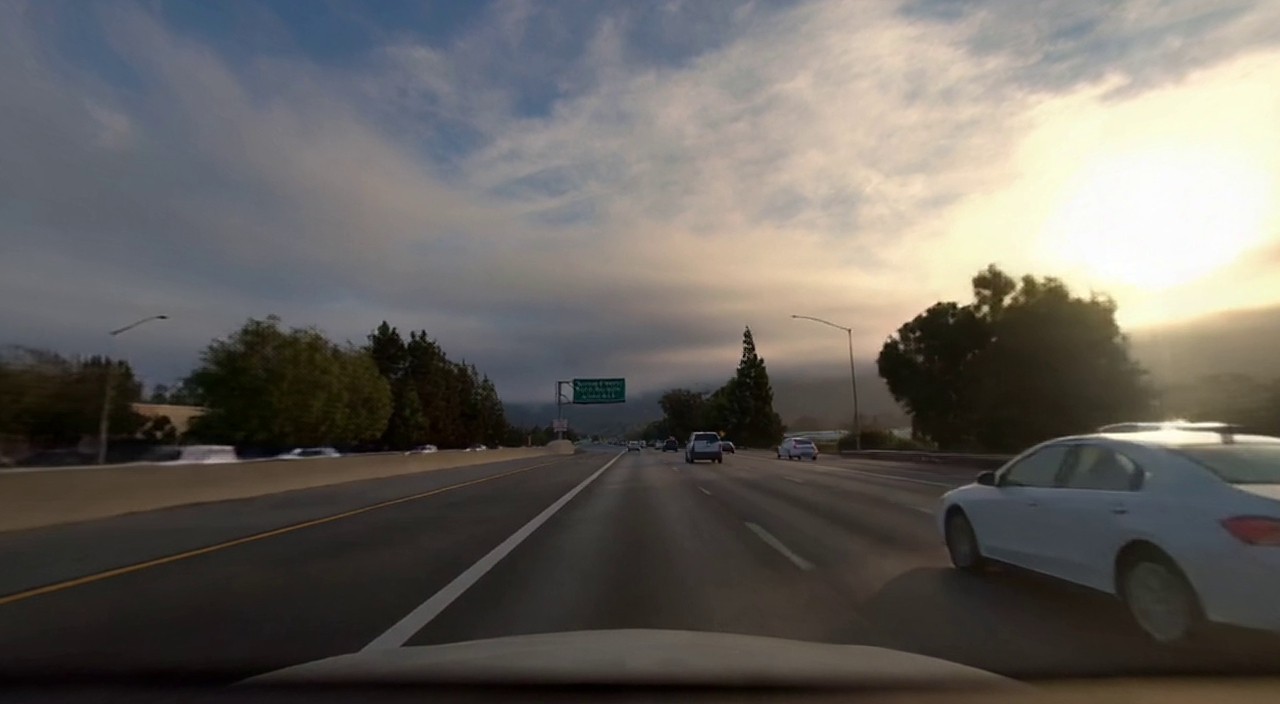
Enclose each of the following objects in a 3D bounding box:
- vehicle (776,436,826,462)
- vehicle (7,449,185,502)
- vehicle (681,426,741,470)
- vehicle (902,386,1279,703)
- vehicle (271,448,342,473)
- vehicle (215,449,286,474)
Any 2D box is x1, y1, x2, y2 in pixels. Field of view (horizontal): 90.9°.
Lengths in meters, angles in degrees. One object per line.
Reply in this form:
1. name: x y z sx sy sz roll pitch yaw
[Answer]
1. vehicle: 10.833 6.557 42.794 2.045 1.658 4.598 0 -8 -2
2. vehicle: -17.591 3.974 20.759 1.828 1.468 4.491 0 -8 0
3. vehicle: 3.399 4.767 31.399 2.218 1.964 5.662 0 -8 -1
4. vehicle: 3.610 1.102 3.903 1.978 1.535 4.705 0 -8 1
5. vehicle: -20.957 6.821 39.894 1.915 1.450 4.661 0 -8 0
6. vehicle: -25.117 7.054 40.898 1.808 1.488 4.402 0 -8 0
